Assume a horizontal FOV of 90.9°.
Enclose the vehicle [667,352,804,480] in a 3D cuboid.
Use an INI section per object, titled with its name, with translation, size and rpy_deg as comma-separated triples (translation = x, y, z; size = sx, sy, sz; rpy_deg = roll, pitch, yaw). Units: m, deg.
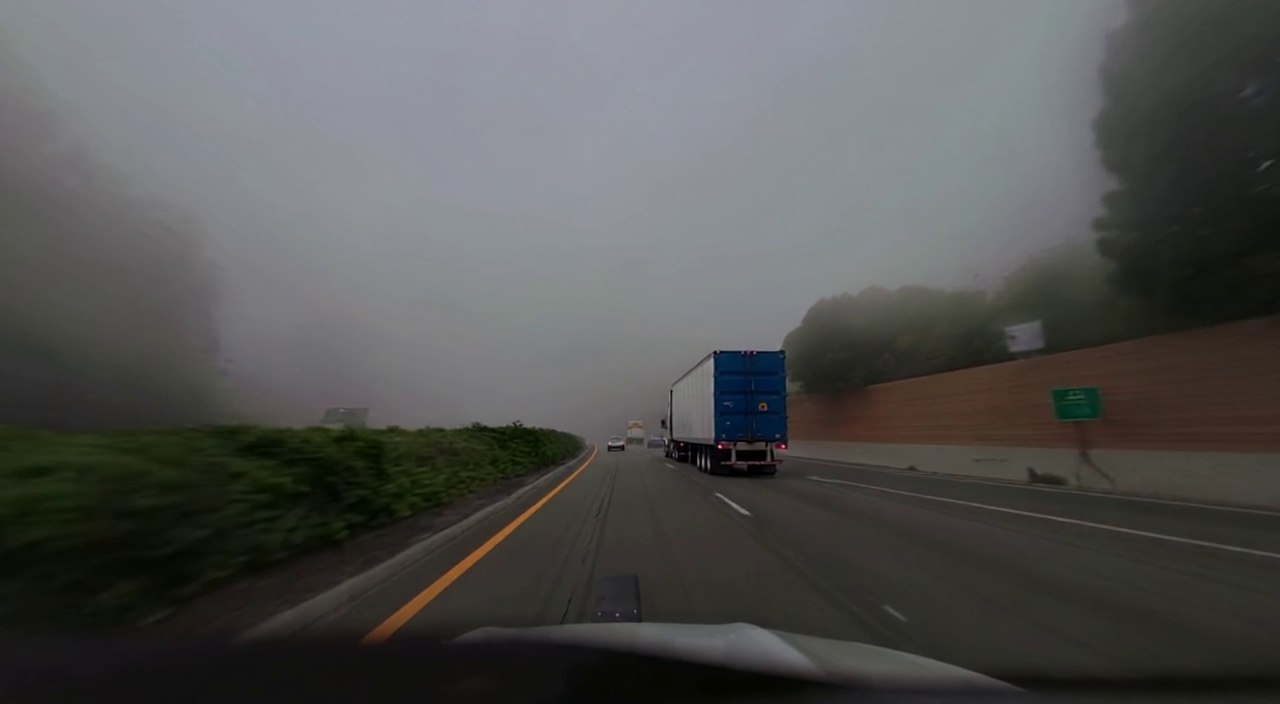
[vehicle]
translation = 3.303, 2.914, 26.994
size = 2.965, 4.033, 14.299
rpy_deg = 0, -7, -3
